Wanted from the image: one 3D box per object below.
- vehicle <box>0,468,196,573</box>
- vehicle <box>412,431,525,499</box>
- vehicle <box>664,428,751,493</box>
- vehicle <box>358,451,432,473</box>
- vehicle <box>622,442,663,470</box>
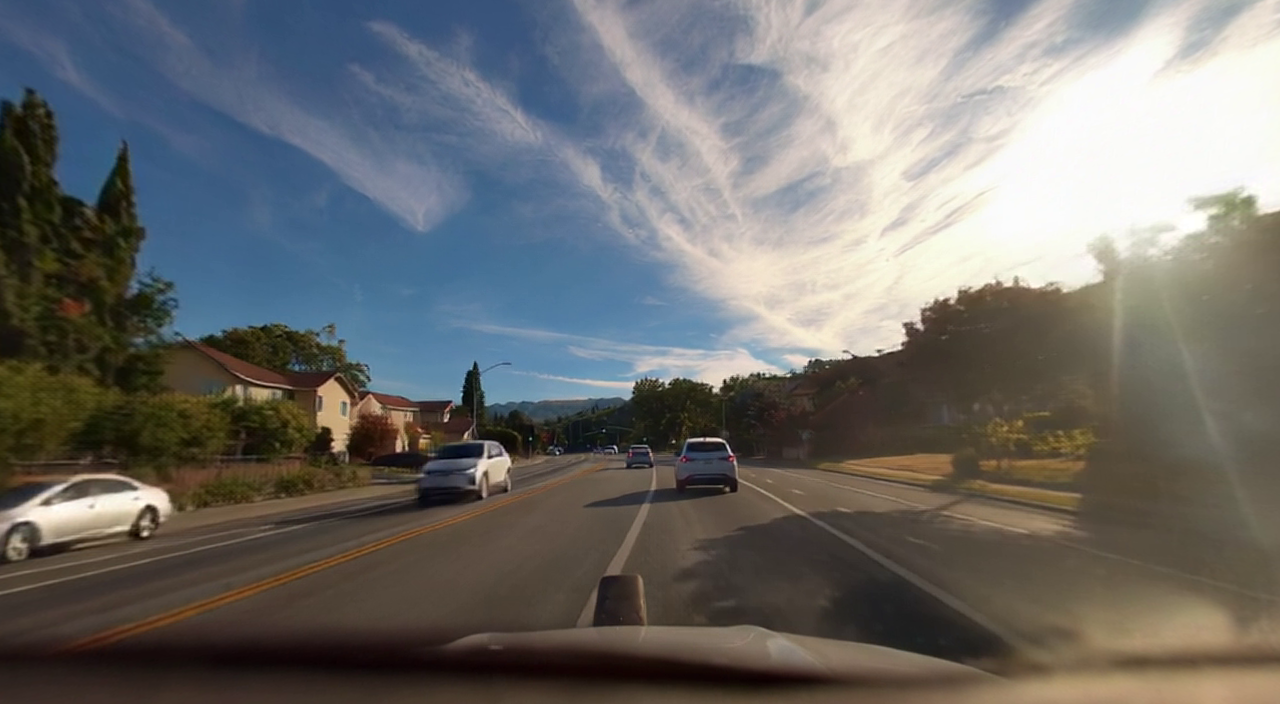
[{"bbox_3d":[-10.590,2.891,11.250,1.831,1.464,4.520,-1,-9,4],"label":"vehicle"},{"bbox_3d":[-5.346,3.599,20.513,2.146,1.912,4.878,-1,-9,2],"label":"vehicle"},{"bbox_3d":[1.942,3.343,19.722,2.200,1.763,4.676,0,-9,0],"label":"vehicle"},{"bbox_3d":[-17.496,7.869,45.220,4.514,1.523,1.860,0,-8,1],"label":"vehicle"},{"bbox_3d":[0.080,5.866,35.700,2.196,1.449,4.006,0,-9,-2],"label":"vehicle"}]
